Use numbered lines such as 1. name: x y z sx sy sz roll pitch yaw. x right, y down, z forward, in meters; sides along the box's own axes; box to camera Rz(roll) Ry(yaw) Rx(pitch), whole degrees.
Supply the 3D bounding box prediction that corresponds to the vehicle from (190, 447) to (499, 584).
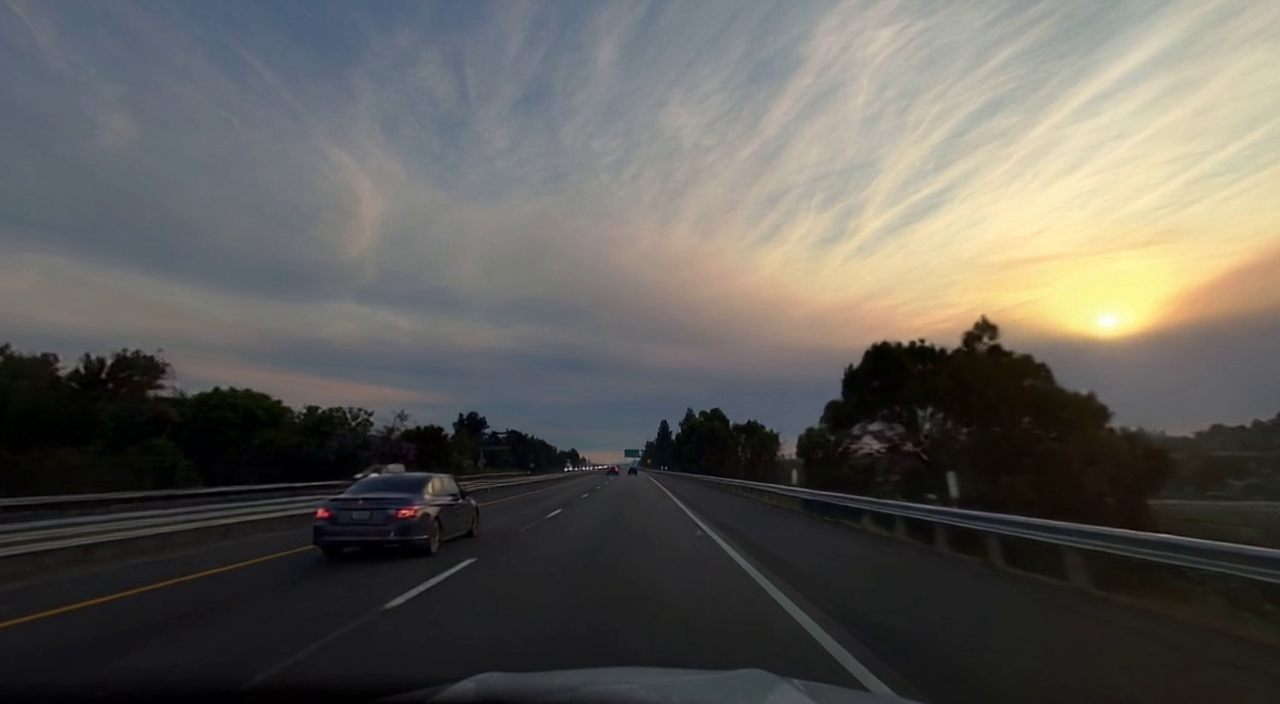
1. vehicle: -3.818 2.264 9.484 2.146 1.441 5.020 1 -10 1
